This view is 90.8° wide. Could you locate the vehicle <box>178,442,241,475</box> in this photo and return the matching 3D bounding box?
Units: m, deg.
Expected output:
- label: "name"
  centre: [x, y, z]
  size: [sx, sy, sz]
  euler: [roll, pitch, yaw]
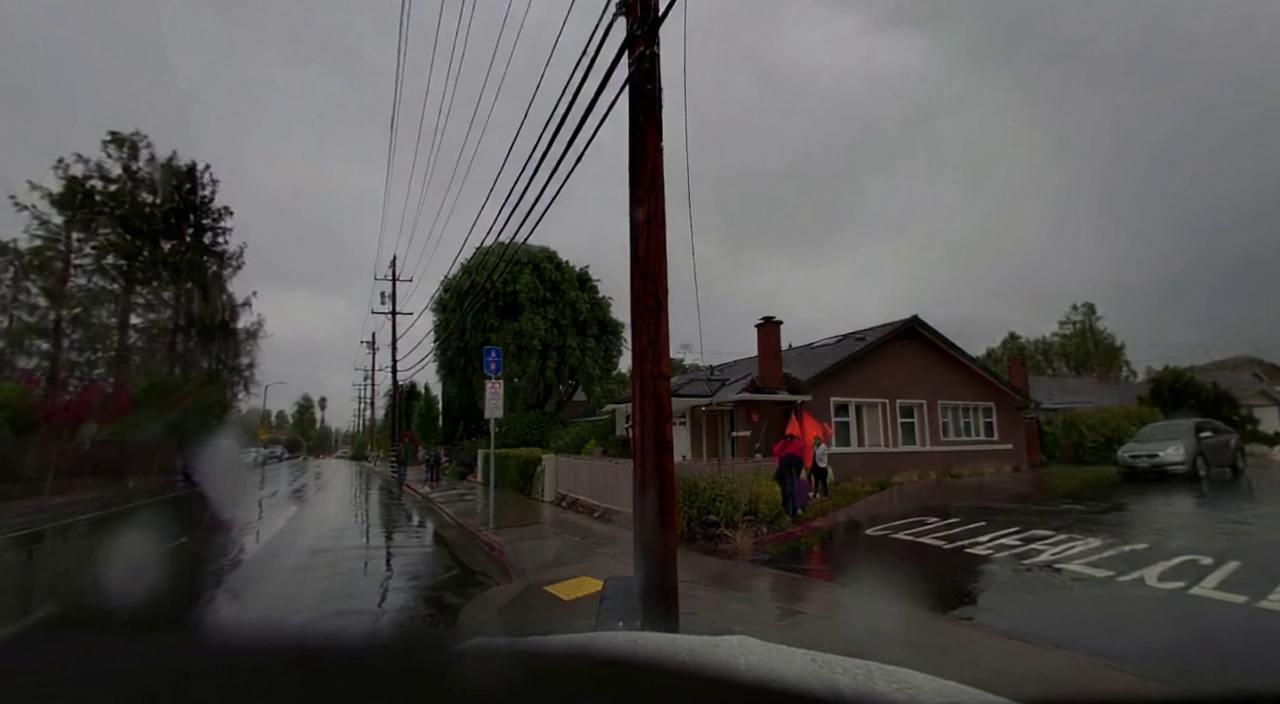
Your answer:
- label: "vehicle"
  centre: [-25.553, 6.286, 37.672]
  size: [2.203, 1.787, 4.704]
  euler: [3, -9, -24]
